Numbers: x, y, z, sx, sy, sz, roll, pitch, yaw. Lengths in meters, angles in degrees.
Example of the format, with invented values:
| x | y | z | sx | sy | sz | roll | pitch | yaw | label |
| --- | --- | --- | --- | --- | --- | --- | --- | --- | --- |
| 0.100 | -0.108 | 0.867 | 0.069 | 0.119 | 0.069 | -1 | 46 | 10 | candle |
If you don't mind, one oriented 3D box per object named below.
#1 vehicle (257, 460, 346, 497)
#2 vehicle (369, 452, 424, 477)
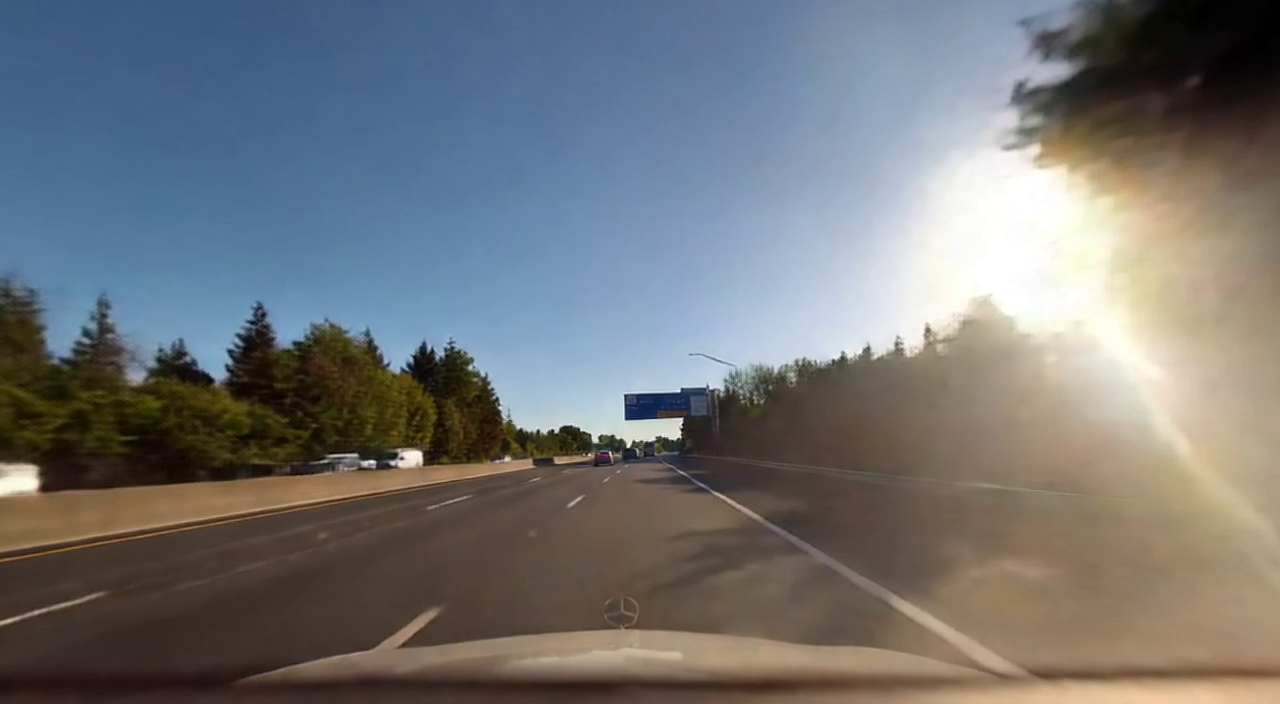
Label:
| x | y | z | sx | sy | sz | roll | pitch | yaw | label |
| --- | --- | --- | --- | --- | --- | --- | --- | --- | --- |
| -15.132 | 5.650 | 28.272 | 1.794 | 1.466 | 3.854 | 0 | -9 | 1 | vehicle |
| -19.005 | 8.762 | 49.162 | 2.088 | 1.792 | 5.243 | 0 | -9 | 2 | vehicle |
